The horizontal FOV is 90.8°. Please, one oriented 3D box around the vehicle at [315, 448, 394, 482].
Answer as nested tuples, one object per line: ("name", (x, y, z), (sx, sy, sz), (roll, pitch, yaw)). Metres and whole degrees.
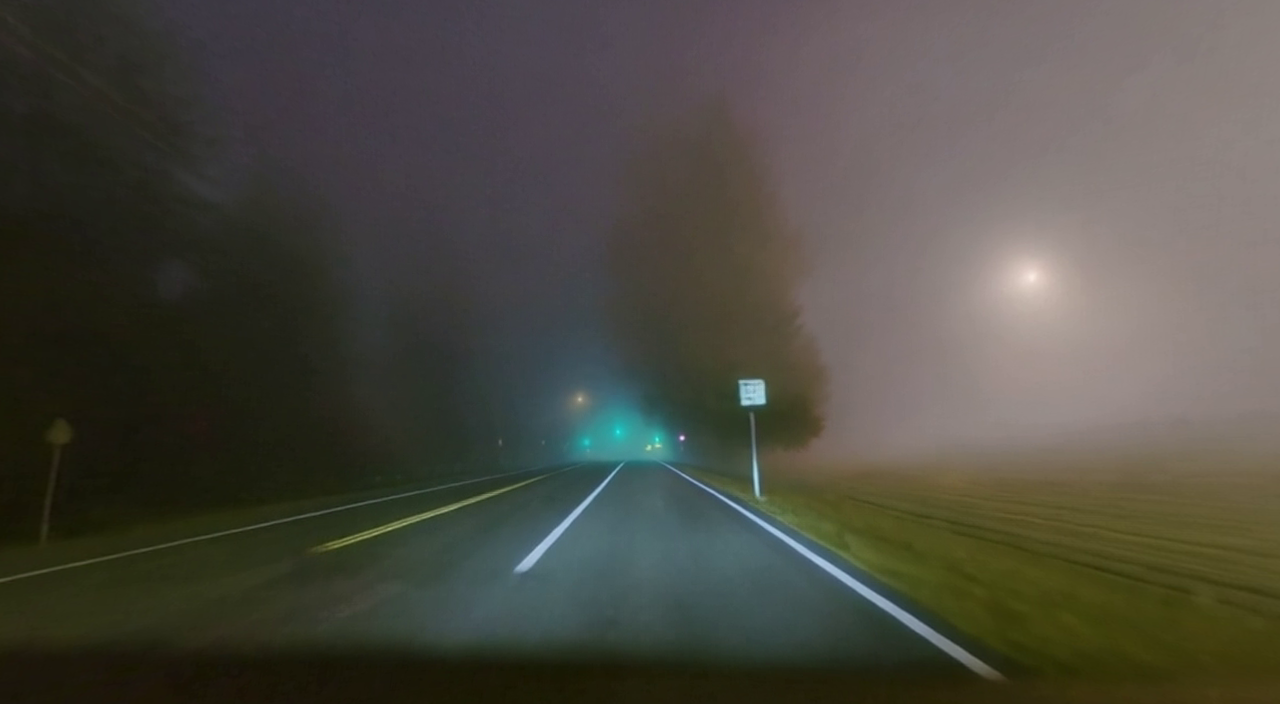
("vehicle", (-20.625, 8.152, 45.709), (4.655, 1.832, 2.227), (-6, -7, 1))
